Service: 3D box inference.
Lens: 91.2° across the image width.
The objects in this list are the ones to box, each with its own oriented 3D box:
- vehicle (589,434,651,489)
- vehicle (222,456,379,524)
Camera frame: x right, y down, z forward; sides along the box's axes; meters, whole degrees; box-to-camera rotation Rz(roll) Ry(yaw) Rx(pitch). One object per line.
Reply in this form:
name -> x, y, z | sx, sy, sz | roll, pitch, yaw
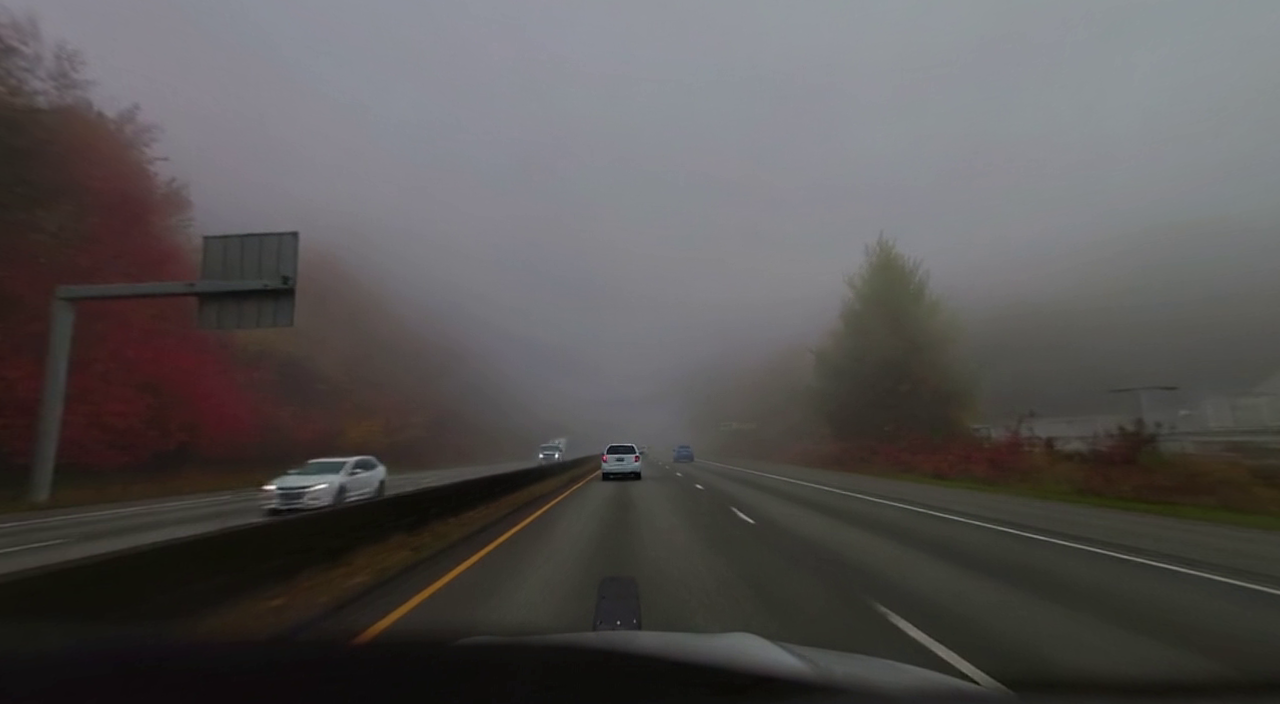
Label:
vehicle -> -0.631, 3.760, 21.822 | 1.937, 1.699, 3.936 | 0, -9, 0
vehicle -> -9.012, 3.651, 17.119 | 1.920, 1.524, 4.179 | 0, -9, 0
